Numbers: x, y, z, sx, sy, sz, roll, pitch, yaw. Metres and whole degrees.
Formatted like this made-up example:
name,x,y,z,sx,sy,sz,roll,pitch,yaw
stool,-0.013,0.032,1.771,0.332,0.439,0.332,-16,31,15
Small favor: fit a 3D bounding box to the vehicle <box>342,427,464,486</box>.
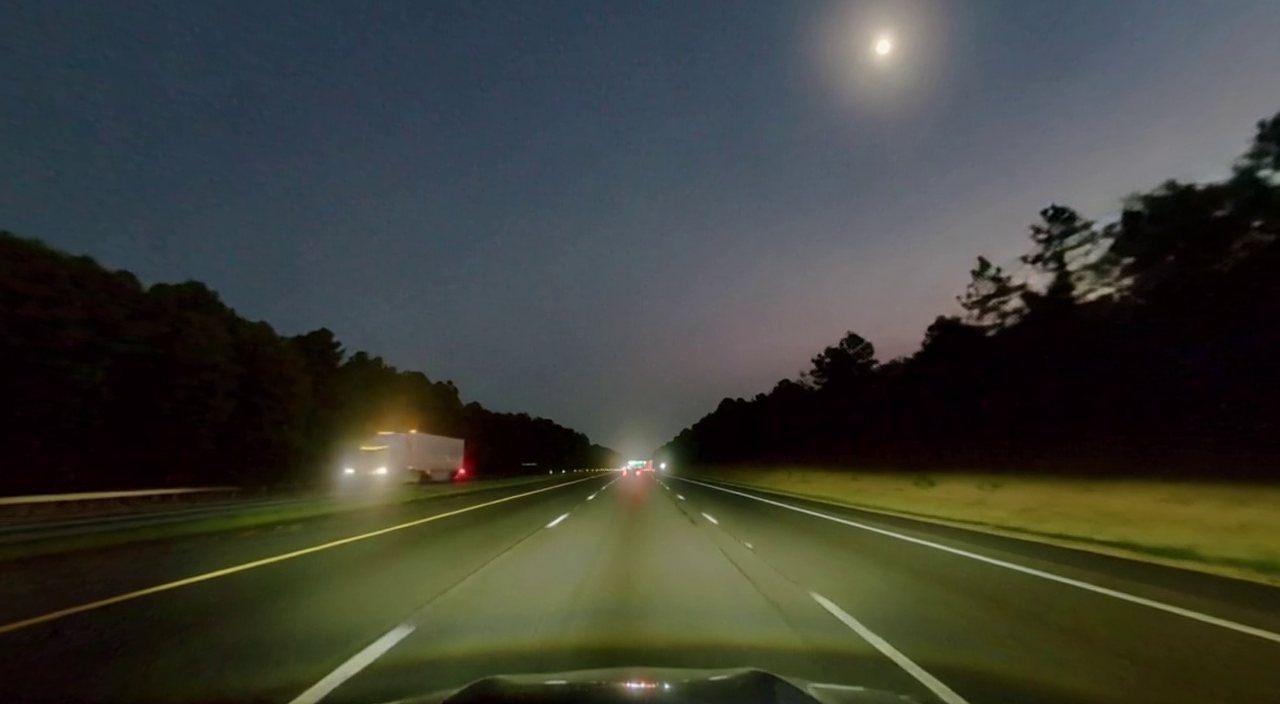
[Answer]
name,x,y,z,sx,sy,sz,roll,pitch,yaw
vehicle,-16.618,7.778,46.034,3.250,3.556,14.302,1,-11,0
